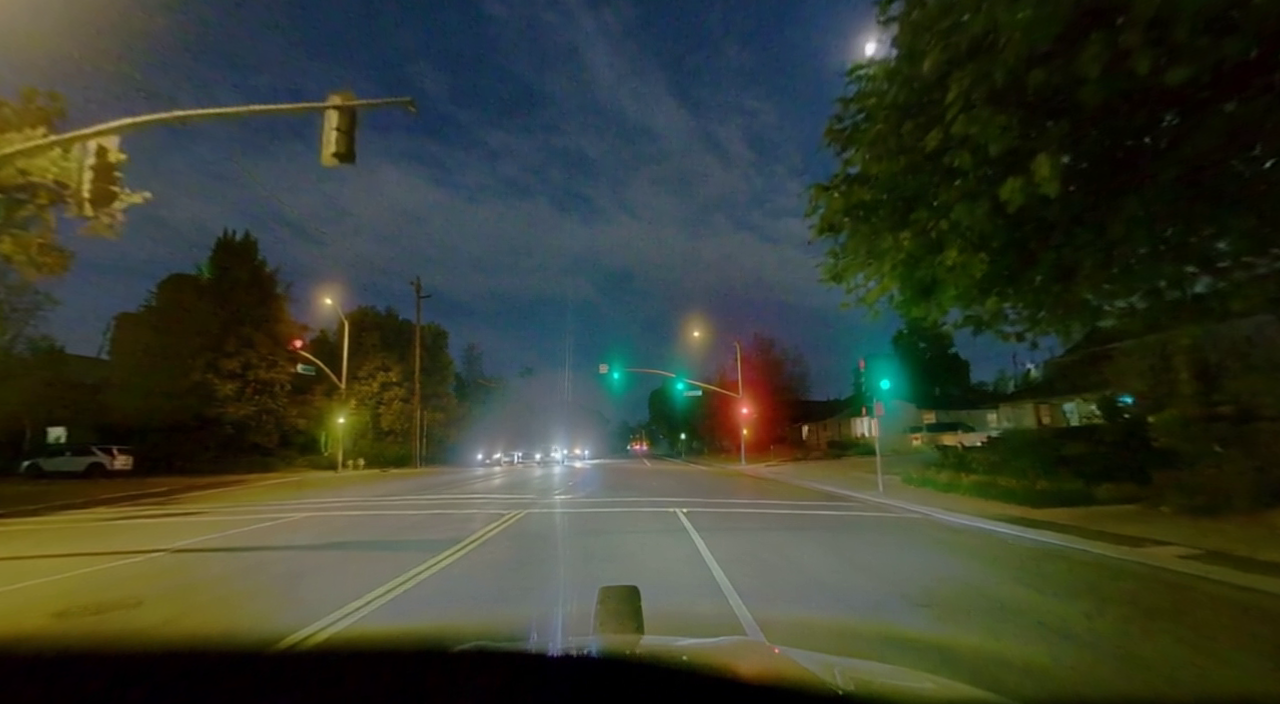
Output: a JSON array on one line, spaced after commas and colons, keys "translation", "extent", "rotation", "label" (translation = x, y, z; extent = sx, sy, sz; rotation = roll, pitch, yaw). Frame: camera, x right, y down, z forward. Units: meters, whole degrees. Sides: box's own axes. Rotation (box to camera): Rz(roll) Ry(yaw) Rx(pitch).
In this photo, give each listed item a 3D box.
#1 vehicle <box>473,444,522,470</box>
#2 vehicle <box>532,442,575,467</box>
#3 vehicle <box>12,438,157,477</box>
[{"translation": [-8.781, 6.487, 39.338], "extent": [1.985, 1.475, 4.383], "rotation": [0, -8, 1], "label": "vehicle"}, {"translation": [-5.338, 6.411, 39.638], "extent": [2.003, 1.462, 4.220], "rotation": [0, -8, 1], "label": "vehicle"}, {"translation": [-26.661, 5.080, 30.506], "extent": [4.802, 1.776, 2.090], "rotation": [1, -8, -5], "label": "vehicle"}]
